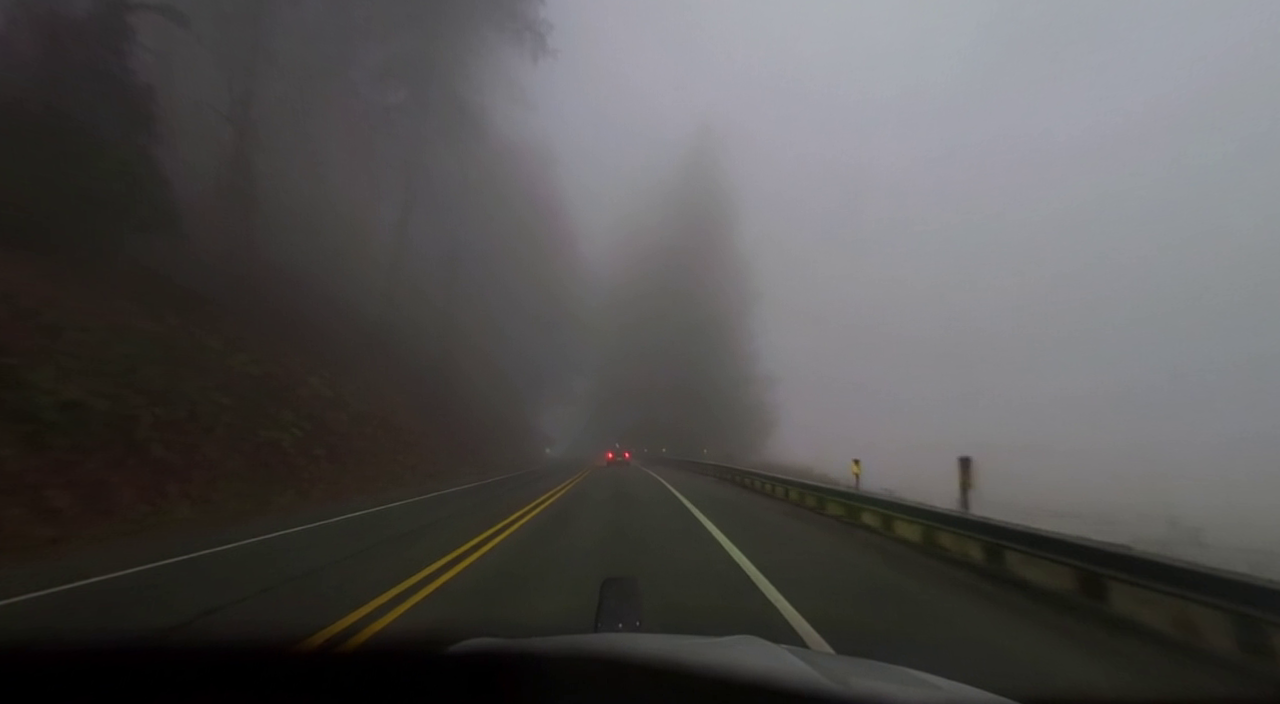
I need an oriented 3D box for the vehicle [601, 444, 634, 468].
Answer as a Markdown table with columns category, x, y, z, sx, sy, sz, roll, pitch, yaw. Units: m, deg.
| category | x | y | z | sx | sy | sz | roll | pitch | yaw |
| --- | --- | --- | --- | --- | --- | --- | --- | --- | --- |
| vehicle | -1.491 | 6.881 | 41.836 | 2.042 | 1.489 | 3.963 | 0 | -8 | -2 |
